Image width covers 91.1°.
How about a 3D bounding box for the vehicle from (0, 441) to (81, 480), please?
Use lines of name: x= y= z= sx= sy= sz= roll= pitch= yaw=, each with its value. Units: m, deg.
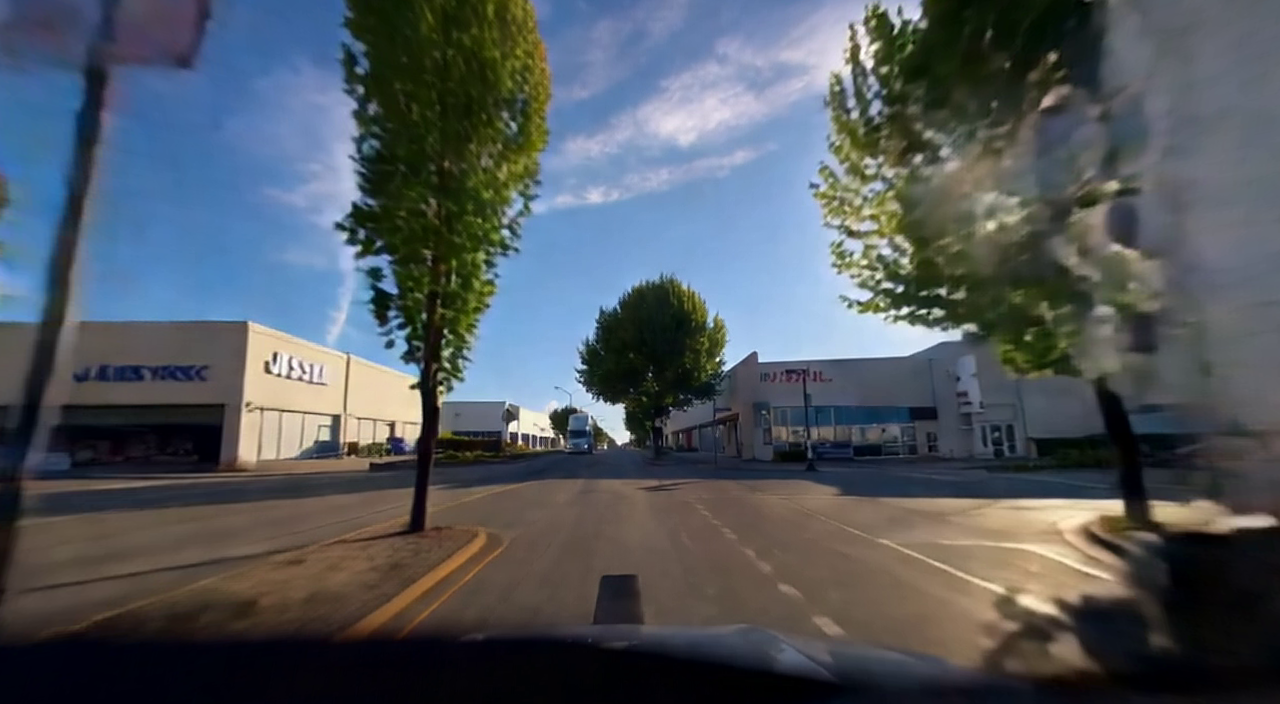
vehicle: x=-25.034 y=4.277 z=24.952 sx=3.766 sy=1.502 sz=1.870 roll=0 pitch=-8 yaw=-2
